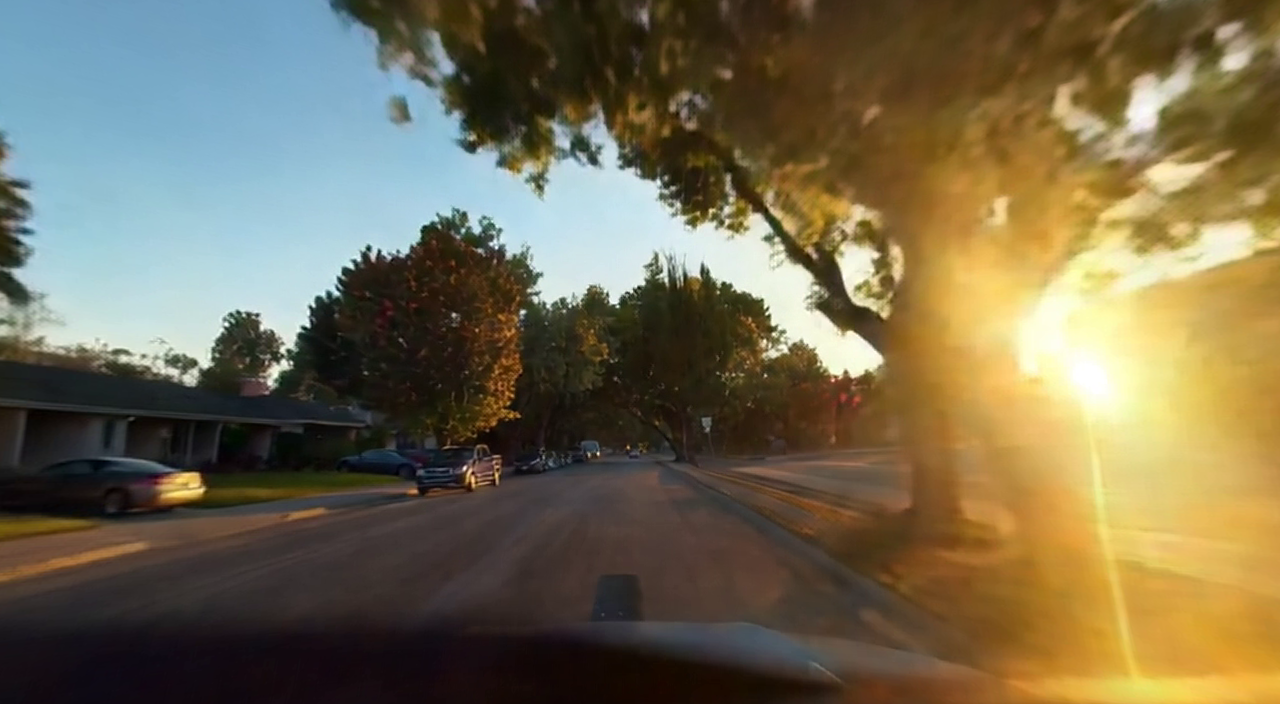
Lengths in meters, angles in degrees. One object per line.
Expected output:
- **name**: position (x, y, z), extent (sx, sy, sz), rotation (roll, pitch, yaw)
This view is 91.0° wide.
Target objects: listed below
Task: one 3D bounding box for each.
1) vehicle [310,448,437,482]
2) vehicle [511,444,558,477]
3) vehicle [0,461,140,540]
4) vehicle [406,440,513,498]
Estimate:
- **vehicle**: position (-14.075, 6.013, 33.544), extent (5.742, 1.668, 2.296), rotation (1, -8, -3)
- **vehicle**: position (-6.626, 6.849, 40.062), extent (2.020, 1.842, 5.116), rotation (1, -8, 1)
- **vehicle**: position (-13.639, 3.093, 13.467), extent (4.116, 1.393, 2.016), rotation (2, -9, 1)
- **vehicle**: position (-6.566, 4.271, 23.702), extent (2.350, 1.892, 5.542), rotation (1, -8, 0)
